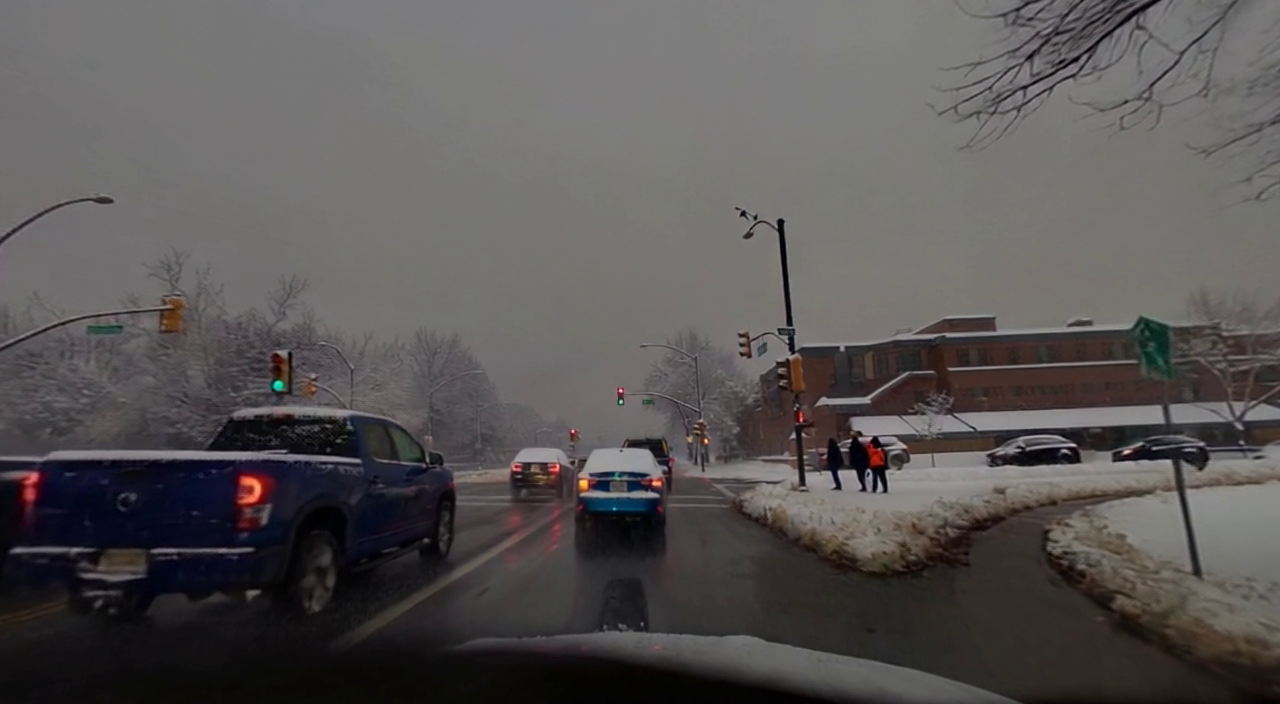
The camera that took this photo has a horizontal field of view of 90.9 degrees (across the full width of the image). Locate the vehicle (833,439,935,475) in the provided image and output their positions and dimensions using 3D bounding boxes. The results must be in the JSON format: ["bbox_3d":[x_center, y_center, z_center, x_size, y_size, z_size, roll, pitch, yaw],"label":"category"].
[{"bbox_3d":[12.385,5.366,32.257,4.394,1.724,1.886,0,-9,1],"label":"vehicle"}]

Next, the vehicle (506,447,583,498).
[{"bbox_3d":[-3.331,4.295,22.955,2.003,1.655,4.878,0,-9,0],"label":"vehicle"}]

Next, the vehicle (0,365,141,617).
[{"bbox_3d":[-6.560,0.879,3.490,2.544,2.018,5.893,0,-9,3],"label":"vehicle"}]

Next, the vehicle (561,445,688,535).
[{"bbox_3d":[-0.231,2.682,12.946,2.144,1.497,4.446,0,-9,1],"label":"vehicle"}]

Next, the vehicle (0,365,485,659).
[{"bbox_3d":[-3.491,1.437,6.808,2.202,1.961,4.980,0,-9,2],"label":"vehicle"}]

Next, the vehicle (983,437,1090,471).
[{"bbox_3d":[22.107,5.698,35.303,4.529,1.786,2.110,0,-9,2],"label":"vehicle"}]

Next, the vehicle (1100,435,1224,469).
[{"bbox_3d":[29.113,5.600,35.283,4.967,1.794,2.044,0,-9,3],"label":"vehicle"}]
